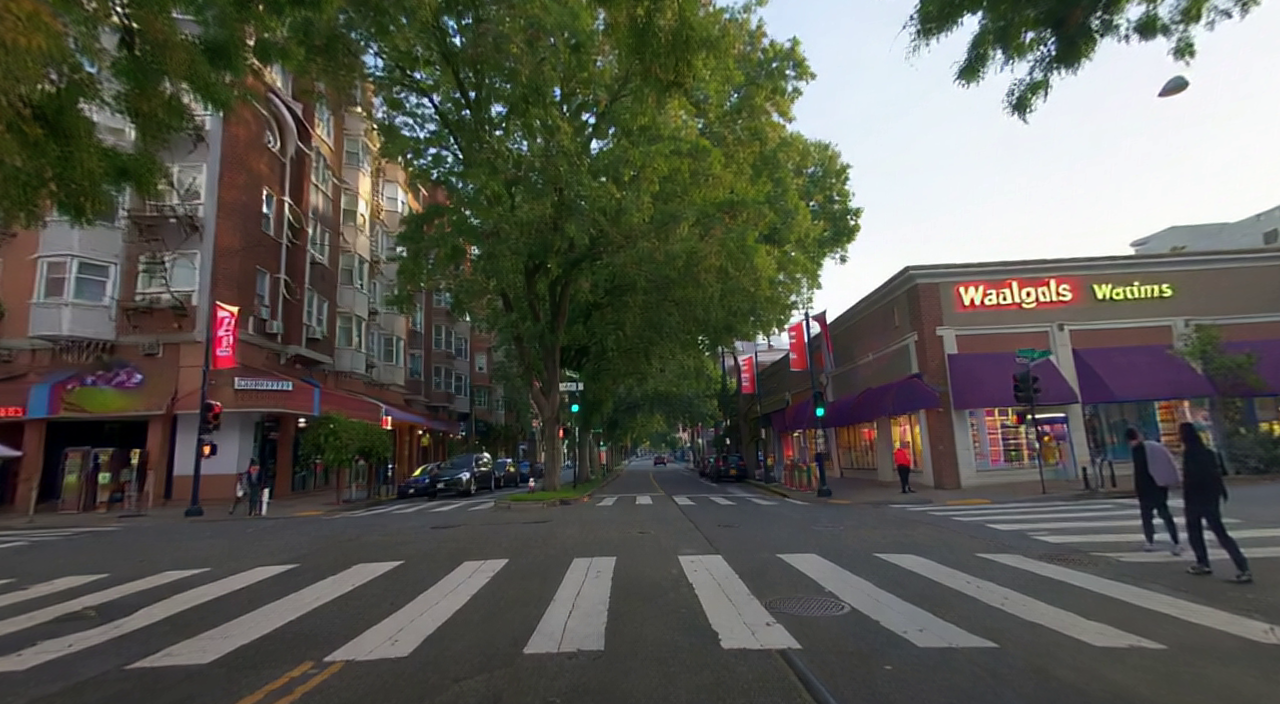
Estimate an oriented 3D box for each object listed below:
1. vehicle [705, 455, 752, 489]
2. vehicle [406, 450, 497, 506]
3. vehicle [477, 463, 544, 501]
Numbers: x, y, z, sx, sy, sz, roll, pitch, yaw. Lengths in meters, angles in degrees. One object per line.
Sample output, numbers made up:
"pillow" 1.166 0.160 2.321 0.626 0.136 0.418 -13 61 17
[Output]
"vehicle" 5.194 7.103 37.714 2.010 1.844 4.386 0 -8 -2
"vehicle" -8.815 5.909 30.309 2.489 2.323 5.843 0 -8 1
"vehicle" -5.757 5.829 28.625 1.983 1.438 4.559 0 -8 1
